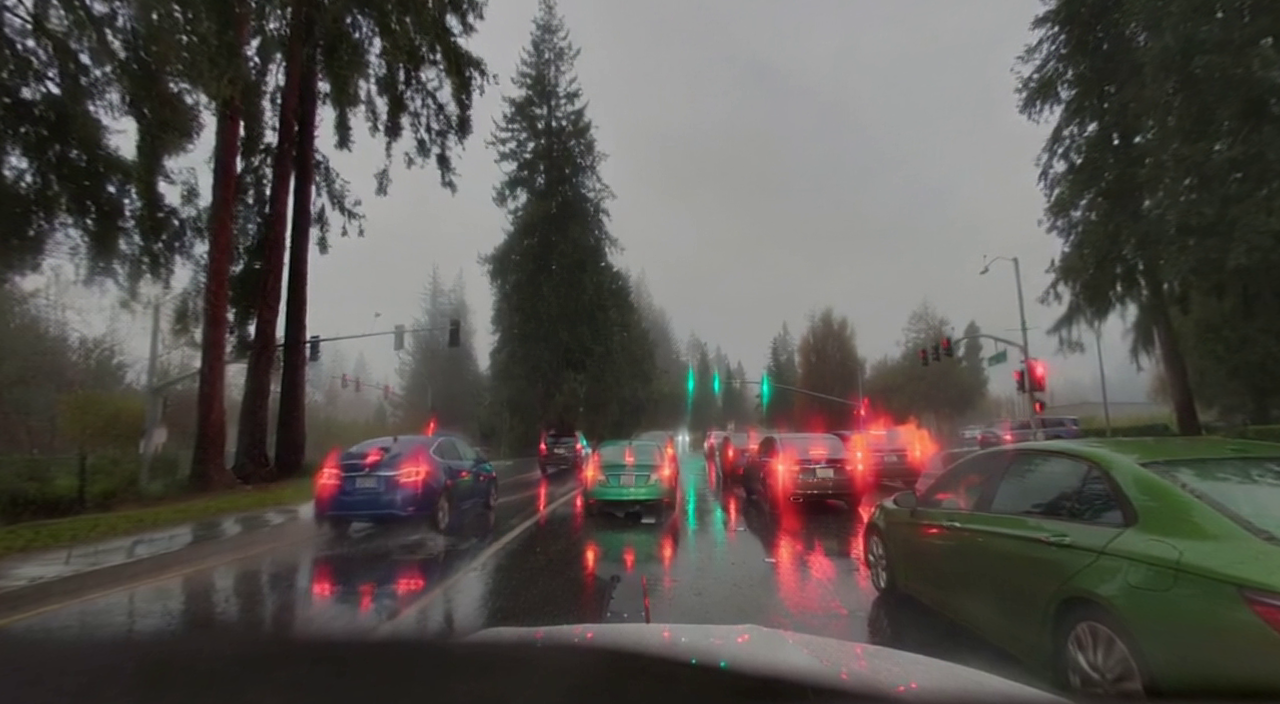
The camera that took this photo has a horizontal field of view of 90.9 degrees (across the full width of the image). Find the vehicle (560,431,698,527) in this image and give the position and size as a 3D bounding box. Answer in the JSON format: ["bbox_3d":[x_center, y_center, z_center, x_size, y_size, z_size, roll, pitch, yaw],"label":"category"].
[{"bbox_3d":[-0.180,2.263,11.776,2.147,1.479,3.803,0,-8,0],"label":"vehicle"}]

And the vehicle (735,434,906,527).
[{"bbox_3d":[3.181,2.327,12.162,1.975,1.460,4.357,0,-8,0],"label":"vehicle"}]

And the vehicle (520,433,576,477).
[{"bbox_3d":[-3.802,4.341,26.787,1.961,1.714,4.268,0,-8,-3],"label":"vehicle"}]

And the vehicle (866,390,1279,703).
[{"bbox_3d":[3.135,1.134,3.894,1.903,1.480,4.270,0,-8,0],"label":"vehicle"}]

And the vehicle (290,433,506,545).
[{"bbox_3d":[-3.755,2.185,10.794,1.935,1.482,4.433,0,-8,0],"label":"vehicle"}]
